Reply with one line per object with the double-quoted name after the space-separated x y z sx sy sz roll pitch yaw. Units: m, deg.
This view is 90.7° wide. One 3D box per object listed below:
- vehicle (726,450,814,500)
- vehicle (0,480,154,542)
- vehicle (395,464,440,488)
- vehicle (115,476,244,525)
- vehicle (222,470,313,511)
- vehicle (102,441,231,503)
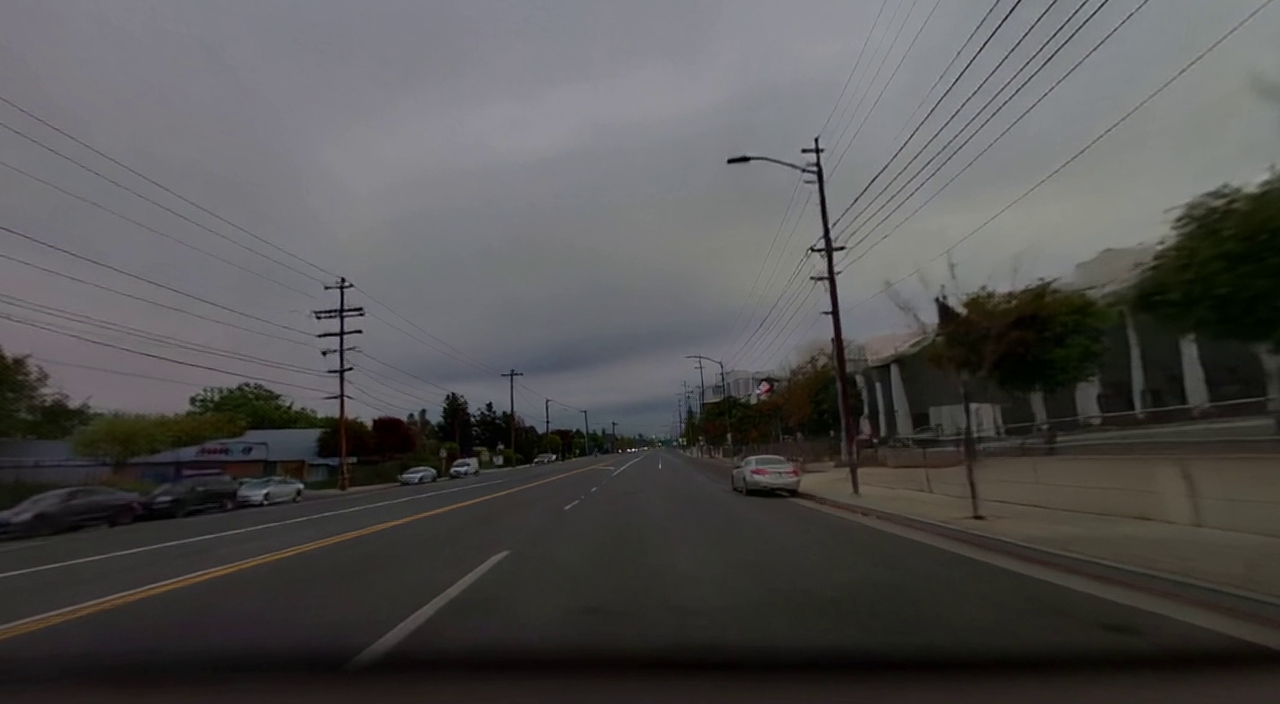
4.246 4.099 21.476 2.002 1.459 4.357 0 -9 -1 "vehicle"
-17.574 4.810 19.323 1.892 1.515 4.622 -6 -11 -1 "vehicle"
-17.436 9.730 49.830 1.931 1.501 4.564 -6 -9 -1 "vehicle"
-17.666 5.693 24.599 1.845 1.450 4.457 -6 -10 -2 "vehicle"
-17.655 6.555 30.200 1.852 1.551 4.276 -6 -10 -1 "vehicle"
-25.105 6.376 33.815 4.857 2.616 2.616 -3 -10 -17 "vehicle"
